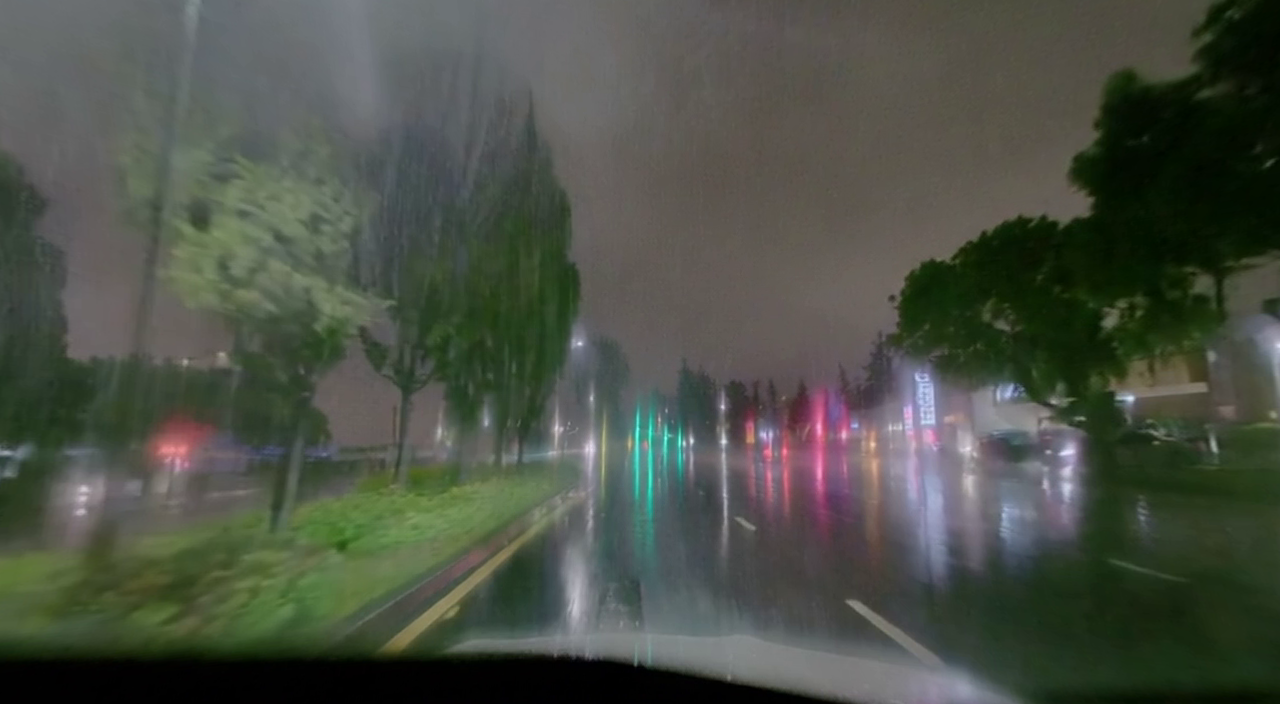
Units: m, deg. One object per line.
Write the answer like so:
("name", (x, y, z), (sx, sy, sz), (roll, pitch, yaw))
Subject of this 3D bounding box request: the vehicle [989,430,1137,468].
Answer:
("vehicle", (20.412, 4.717, 30.702), (5.462, 1.785, 2.323), (0, -9, 1))

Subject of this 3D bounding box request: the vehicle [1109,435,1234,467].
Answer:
("vehicle", (25.975, 4.845, 30.954), (4.402, 1.465, 1.900), (0, -9, -1))
